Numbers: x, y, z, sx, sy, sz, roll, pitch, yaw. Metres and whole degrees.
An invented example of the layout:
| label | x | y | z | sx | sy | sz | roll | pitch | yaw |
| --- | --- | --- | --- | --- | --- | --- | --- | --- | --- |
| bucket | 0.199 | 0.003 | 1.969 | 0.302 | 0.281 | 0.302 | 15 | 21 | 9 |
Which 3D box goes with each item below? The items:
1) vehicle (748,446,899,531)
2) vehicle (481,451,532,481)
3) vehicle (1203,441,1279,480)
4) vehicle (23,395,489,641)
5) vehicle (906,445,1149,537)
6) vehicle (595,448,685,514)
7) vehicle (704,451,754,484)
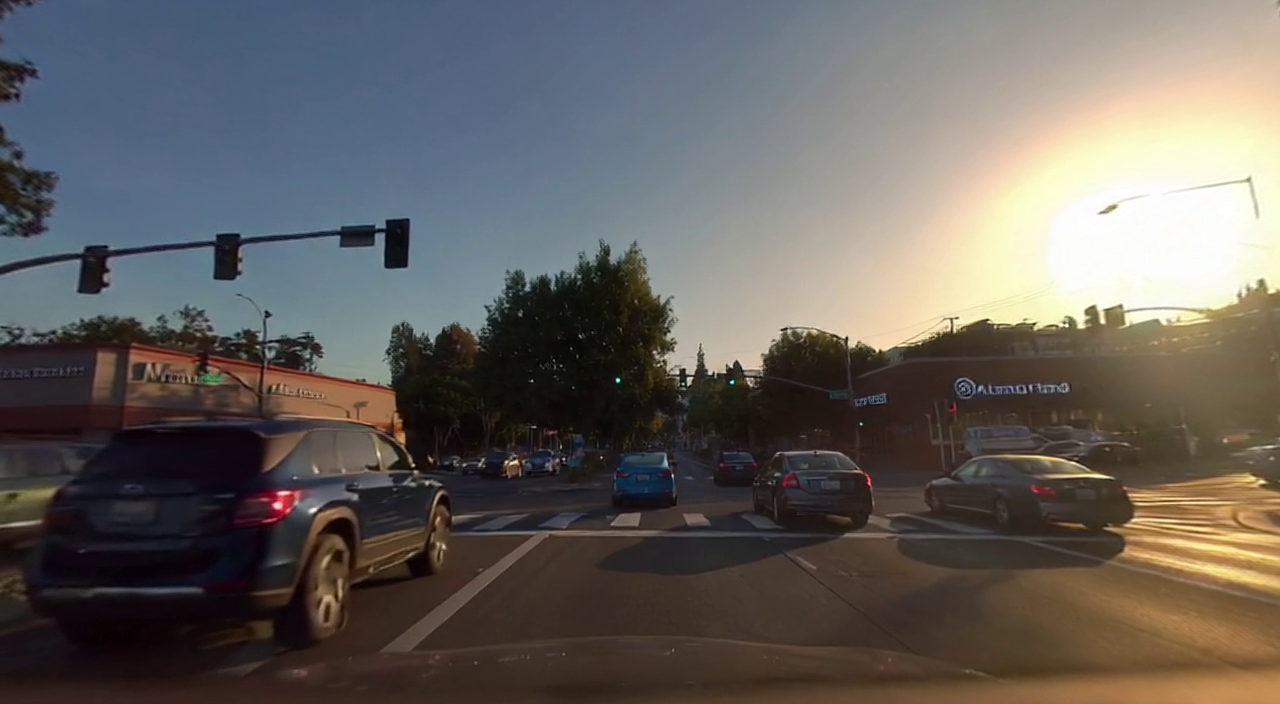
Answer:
| label | x | y | z | sx | sy | sz | roll | pitch | yaw |
| --- | --- | --- | --- | --- | --- | --- | --- | --- | --- |
| vehicle | 3.677 | 2.779 | 13.552 | 2.020 | 1.513 | 4.120 | 0 | -8 | 1 |
| vehicle | -7.876 | 6.734 | 37.661 | 1.962 | 1.639 | 4.259 | 0 | -8 | 3 |
| vehicle | 30.259 | 5.163 | 30.153 | 4.581 | 1.765 | 1.943 | -1 | -9 | 7 |
| vehicle | -3.476 | 1.609 | 7.333 | 2.160 | 1.823 | 5.115 | 0 | -8 | 0 |
| vehicle | 7.455 | 2.659 | 12.898 | 2.004 | 1.508 | 4.646 | 0 | -8 | 0 |
| vehicle | 0.018 | 3.305 | 16.703 | 2.098 | 1.477 | 3.897 | 0 | -8 | 0 |
| vehicle | 4.422 | 5.830 | 32.142 | 1.888 | 1.472 | 4.528 | 0 | -8 | 0 |
